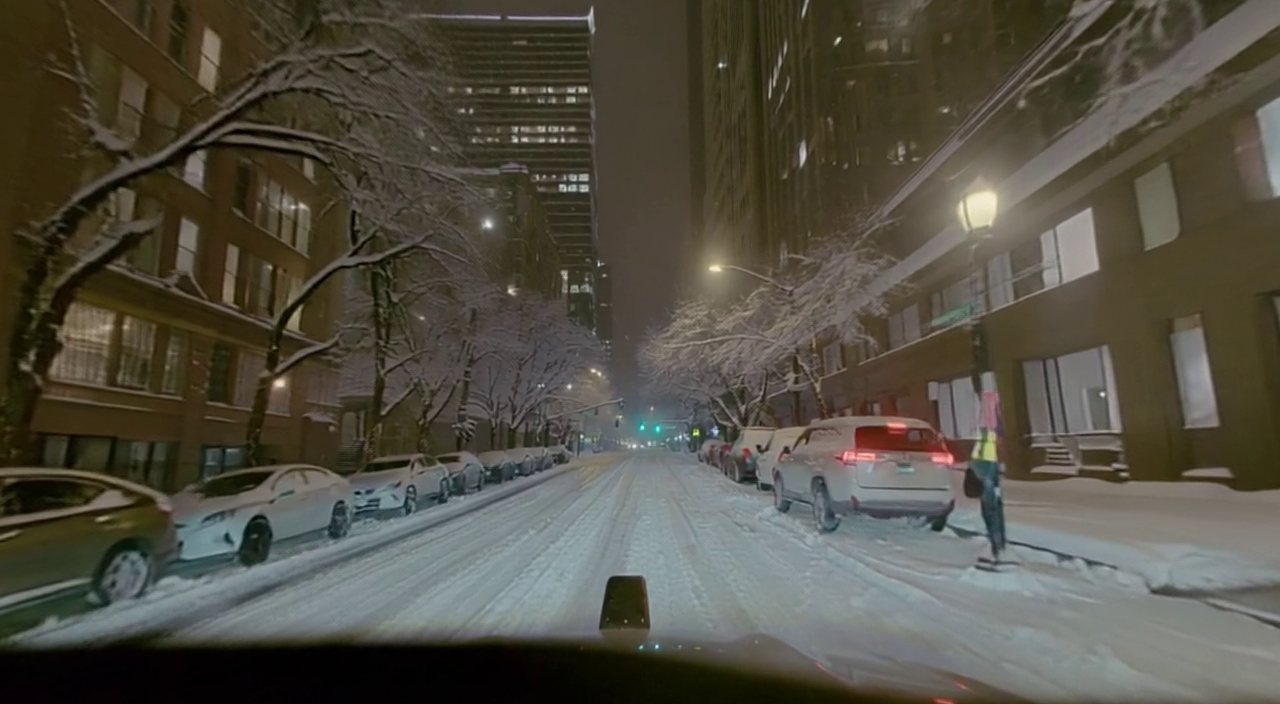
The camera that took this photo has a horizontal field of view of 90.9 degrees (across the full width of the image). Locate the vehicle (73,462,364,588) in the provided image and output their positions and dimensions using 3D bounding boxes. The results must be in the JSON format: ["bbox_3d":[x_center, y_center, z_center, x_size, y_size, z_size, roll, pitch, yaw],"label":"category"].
[{"bbox_3d":[-6.863,2.807,11.167,1.889,1.451,5.013,-3,-8,-2],"label":"vehicle"}]

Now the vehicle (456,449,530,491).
[{"bbox_3d":[-6.440,5.183,28.161,2.270,1.539,4.855,-3,-8,-2],"label":"vehicle"}]

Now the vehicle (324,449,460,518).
[{"bbox_3d":[-6.690,3.536,17.601,2.110,1.498,4.555,-3,-8,-2],"label":"vehicle"}]

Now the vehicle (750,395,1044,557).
[{"bbox_3d":[3.973,2.096,11.495,2.568,2.001,5.999,-3,-8,-2],"label":"vehicle"}]

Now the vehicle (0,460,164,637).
[{"bbox_3d":[-6.935,1.867,5.572,1.944,1.574,4.717,-3,-8,-2],"label":"vehicle"}]
